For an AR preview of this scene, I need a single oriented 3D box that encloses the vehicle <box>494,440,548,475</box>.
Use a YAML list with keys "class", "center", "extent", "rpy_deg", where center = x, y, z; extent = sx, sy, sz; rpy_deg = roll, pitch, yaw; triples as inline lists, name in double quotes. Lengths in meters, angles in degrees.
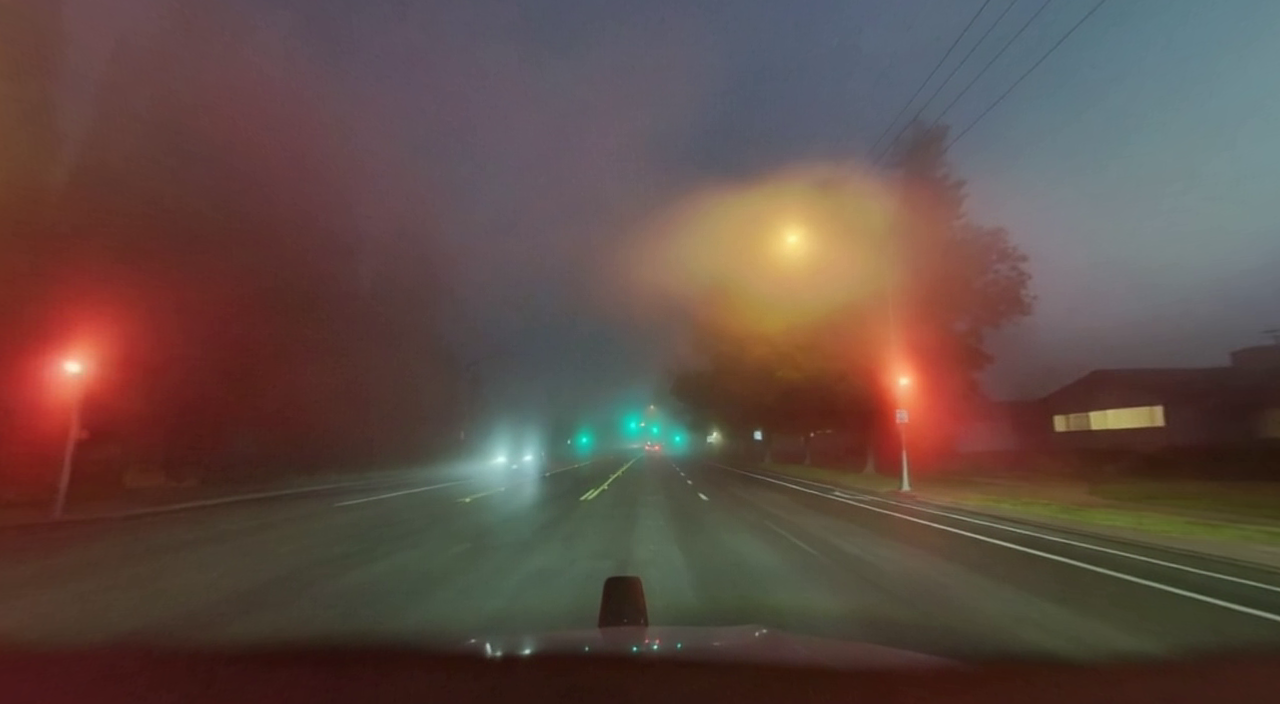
- class: "vehicle"
  center: [-6.423, 5.718, 34.421]
  extent: [2.008, 1.718, 4.356]
  rpy_deg: [0, -8, 1]
